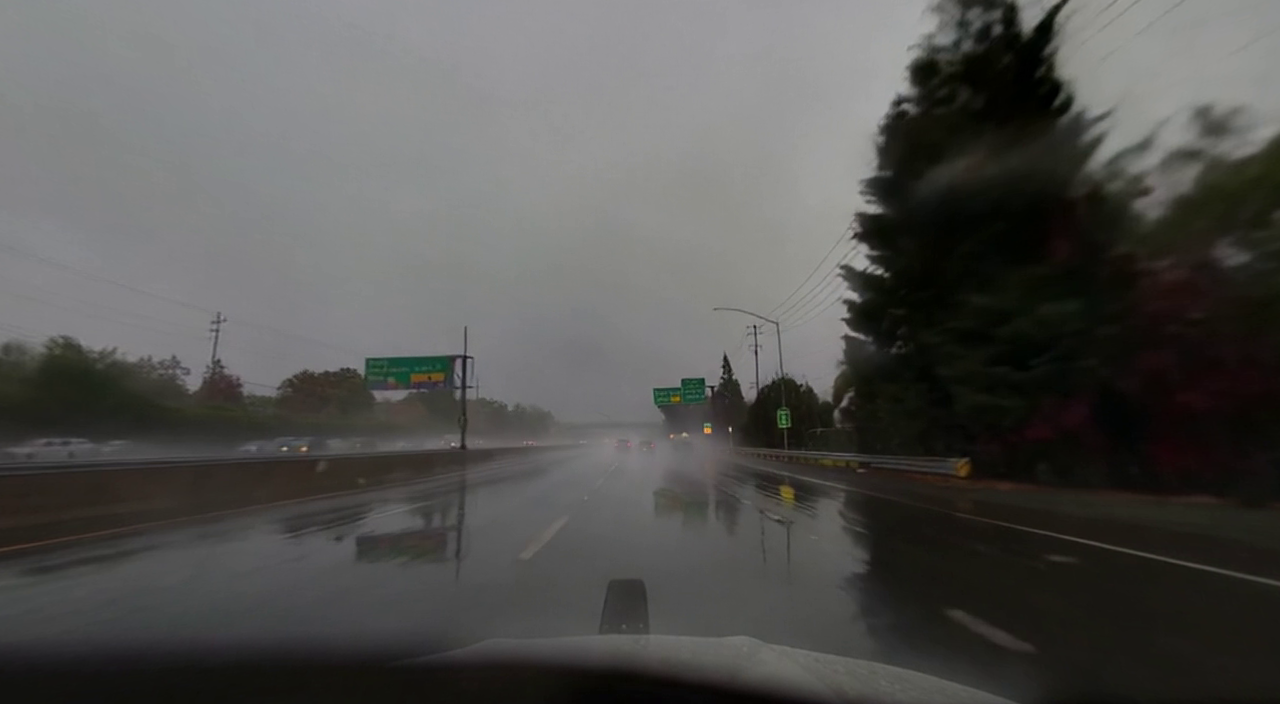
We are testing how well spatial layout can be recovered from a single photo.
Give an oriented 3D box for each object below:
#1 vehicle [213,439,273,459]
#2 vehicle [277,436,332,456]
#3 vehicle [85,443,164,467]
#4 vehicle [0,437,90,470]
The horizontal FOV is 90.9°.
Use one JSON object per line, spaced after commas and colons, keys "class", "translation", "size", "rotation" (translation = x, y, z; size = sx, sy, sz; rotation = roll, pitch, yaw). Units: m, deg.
{"class": "vehicle", "translation": [-30.213, 7.402, 48.167], "size": [1.720, 1.480, 4.413], "rotation": [0, -8, -1]}
{"class": "vehicle", "translation": [-26.119, 7.358, 49.253], "size": [1.862, 1.458, 4.453], "rotation": [0, -8, 0]}
{"class": "vehicle", "translation": [-33.630, 6.728, 41.301], "size": [1.698, 1.446, 4.073], "rotation": [0, -8, 0]}
{"class": "vehicle", "translation": [-30.280, 5.026, 31.391], "size": [1.777, 1.476, 4.493], "rotation": [0, -8, 0]}
